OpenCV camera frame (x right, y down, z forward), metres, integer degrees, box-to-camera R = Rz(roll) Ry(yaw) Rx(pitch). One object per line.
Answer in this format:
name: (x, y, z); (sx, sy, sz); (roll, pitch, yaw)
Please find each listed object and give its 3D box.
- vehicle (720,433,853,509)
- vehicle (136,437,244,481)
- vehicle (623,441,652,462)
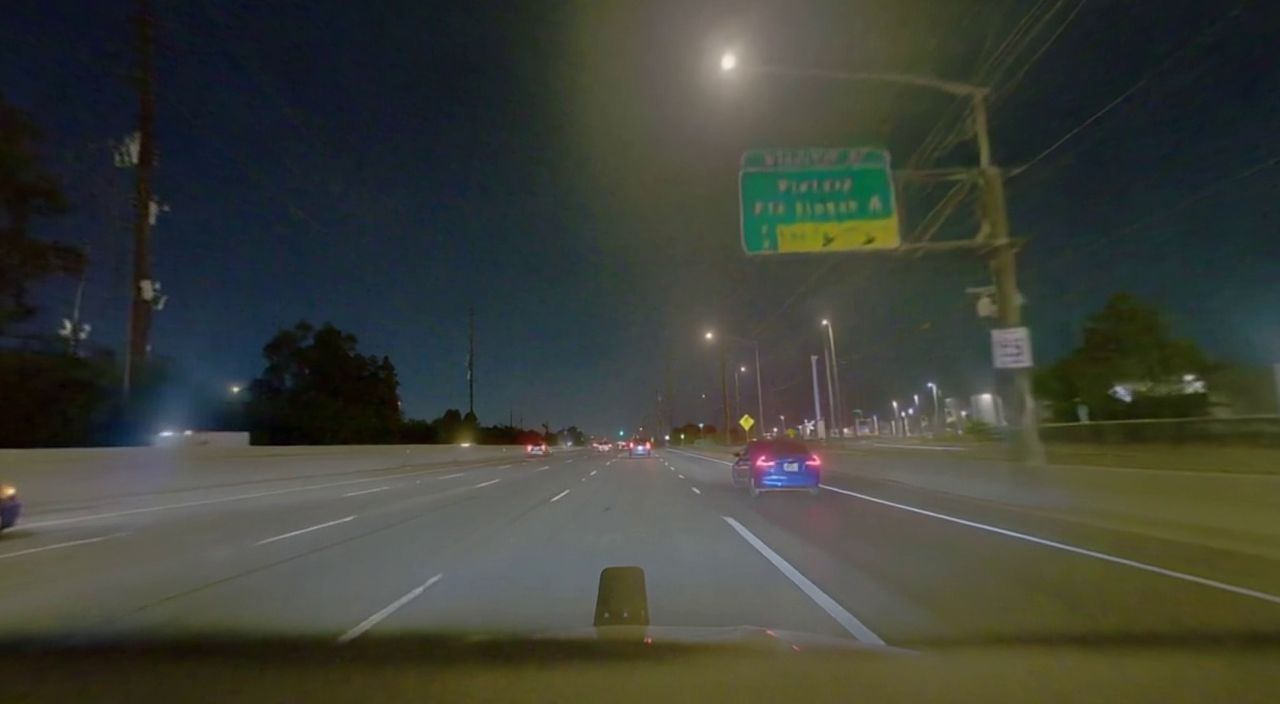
vehicle: (3.285, 2.758, 15.164); (2.060, 1.526, 4.387); (0, -8, -1)
vehicle: (-34.347, 8.128, 48.578); (2.906, 3.015, 7.192); (-1, -8, 1)
vehicle: (-0.172, 7.185, 45.679); (2.036, 1.474, 3.969); (0, -8, 0)
